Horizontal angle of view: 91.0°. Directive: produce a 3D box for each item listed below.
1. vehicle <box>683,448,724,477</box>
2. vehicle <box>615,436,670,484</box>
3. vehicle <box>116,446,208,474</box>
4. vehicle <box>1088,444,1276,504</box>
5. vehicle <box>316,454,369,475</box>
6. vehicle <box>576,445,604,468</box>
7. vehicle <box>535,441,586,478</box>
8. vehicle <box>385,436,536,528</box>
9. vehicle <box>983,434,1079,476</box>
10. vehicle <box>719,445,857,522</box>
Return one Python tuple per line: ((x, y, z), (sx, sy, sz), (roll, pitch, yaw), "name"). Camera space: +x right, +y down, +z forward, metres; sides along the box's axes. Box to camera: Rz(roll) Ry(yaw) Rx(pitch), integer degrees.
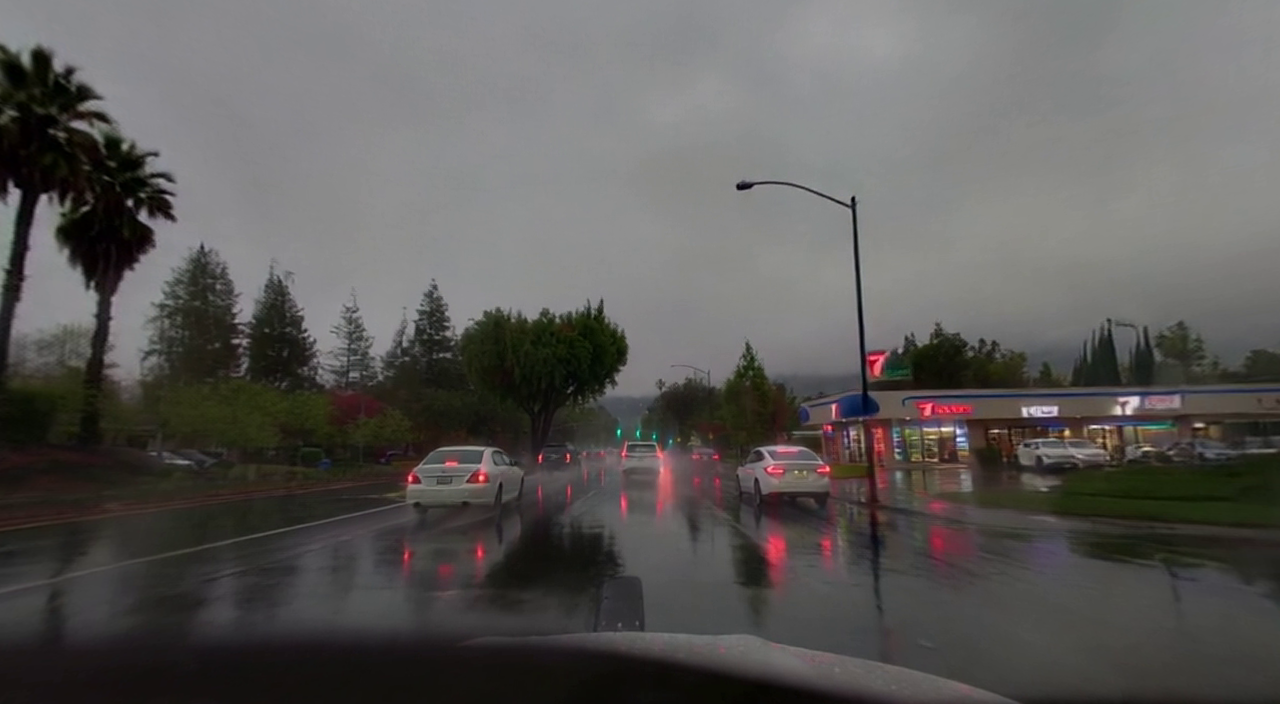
((3.558, 6.268, 35.962), (1.880, 1.476, 3.932), (0, -8, -1), "vehicle")
((0.068, 4.610, 27.113), (2.164, 1.867, 4.254), (0, -8, -1), "vehicle")
((-30.240, 6.823, 39.913), (4.123, 1.648, 2.053), (0, -8, 1), "vehicle")
((14.232, 3.178, 16.837), (1.833, 1.392, 3.588), (0, -8, 1), "vehicle")
((-22.675, 8.595, 48.139), (1.827, 1.441, 4.660), (0, -8, 0), "vehicle")
((-3.834, 8.066, 48.830), (1.871, 1.673, 3.920), (0, -8, 1), "vehicle")
((-3.826, 5.253, 31.016), (1.932, 1.695, 4.235), (0, -8, 0), "vehicle")
((-3.339, 2.478, 12.637), (1.864, 1.505, 4.202), (0, -8, -1), "vehicle")
((18.458, 4.874, 29.993), (1.905, 1.833, 4.347), (0, -8, 2), "vehicle")
((3.230, 2.949, 14.781), (1.977, 1.480, 4.589), (0, -8, -2), "vehicle")
